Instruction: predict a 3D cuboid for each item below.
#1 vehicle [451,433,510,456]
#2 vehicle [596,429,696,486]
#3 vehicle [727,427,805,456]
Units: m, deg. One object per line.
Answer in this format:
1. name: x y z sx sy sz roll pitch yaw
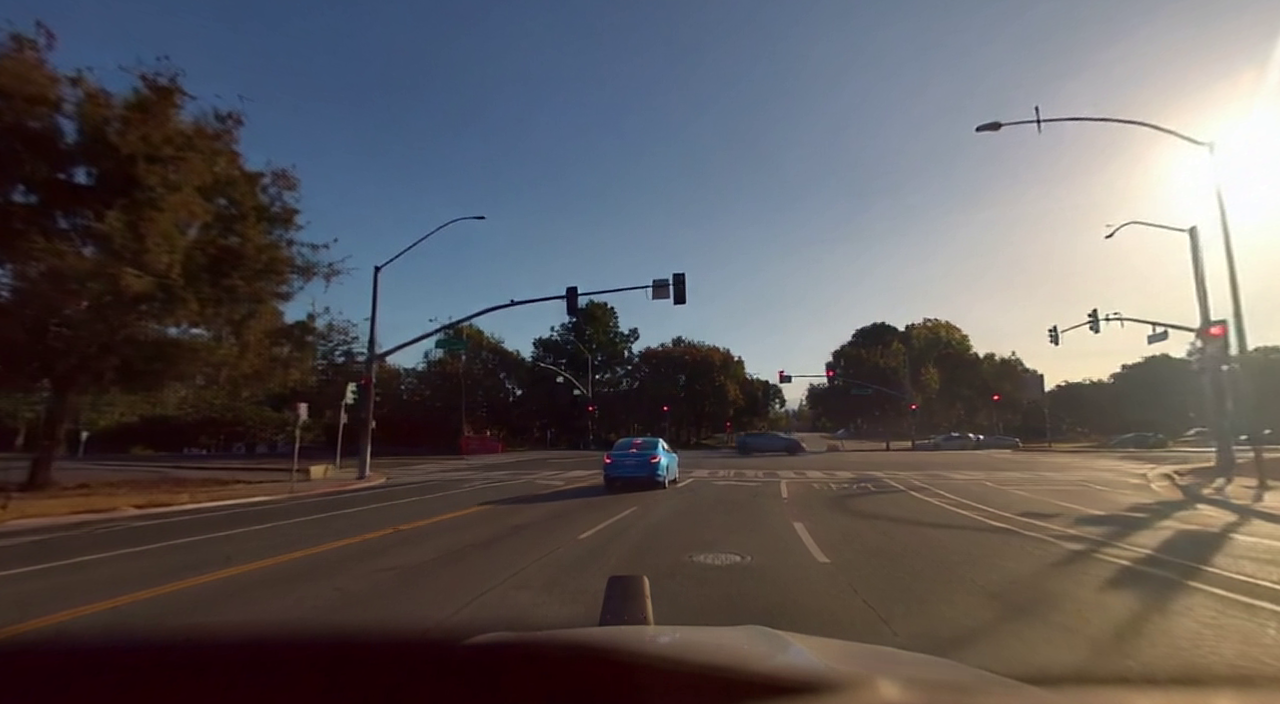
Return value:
1. vehicle: -11.964 6.991 47.415 3.952 1.568 1.788 -4 -8 15
2. vehicle: 0.313 3.242 19.622 2.055 1.573 4.065 -2 -9 16
3. vehicle: 7.599 5.445 38.074 4.406 1.661 1.857 -3 -9 17
